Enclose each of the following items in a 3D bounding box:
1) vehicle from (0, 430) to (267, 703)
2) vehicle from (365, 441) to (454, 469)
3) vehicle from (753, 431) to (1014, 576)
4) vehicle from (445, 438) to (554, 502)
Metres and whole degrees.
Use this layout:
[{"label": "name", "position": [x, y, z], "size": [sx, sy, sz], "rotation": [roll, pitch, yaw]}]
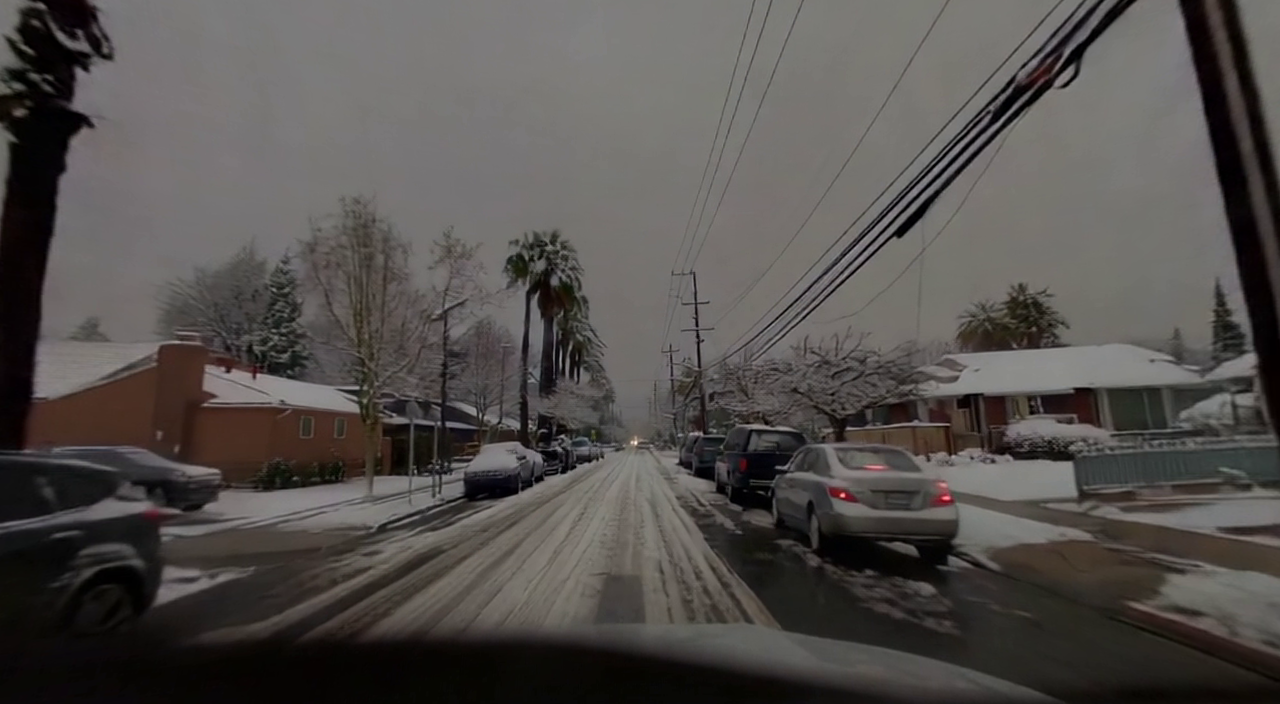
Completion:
[{"label": "vehicle", "position": [-4.059, 1.127, 2.811], "size": [1.814, 1.548, 4.802], "rotation": [0, -8, 1]}, {"label": "vehicle", "position": [-12.921, 5.788, 35.515], "size": [4.300, 1.489, 1.850], "rotation": [-2, -9, 13]}, {"label": "vehicle", "position": [2.858, 1.848, 8.525], "size": [1.881, 1.460, 4.007], "rotation": [0, -8, 0]}, {"label": "vehicle", "position": [-3.975, 3.415, 18.760], "size": [2.123, 1.636, 4.481], "rotation": [0, -8, 1]}]
